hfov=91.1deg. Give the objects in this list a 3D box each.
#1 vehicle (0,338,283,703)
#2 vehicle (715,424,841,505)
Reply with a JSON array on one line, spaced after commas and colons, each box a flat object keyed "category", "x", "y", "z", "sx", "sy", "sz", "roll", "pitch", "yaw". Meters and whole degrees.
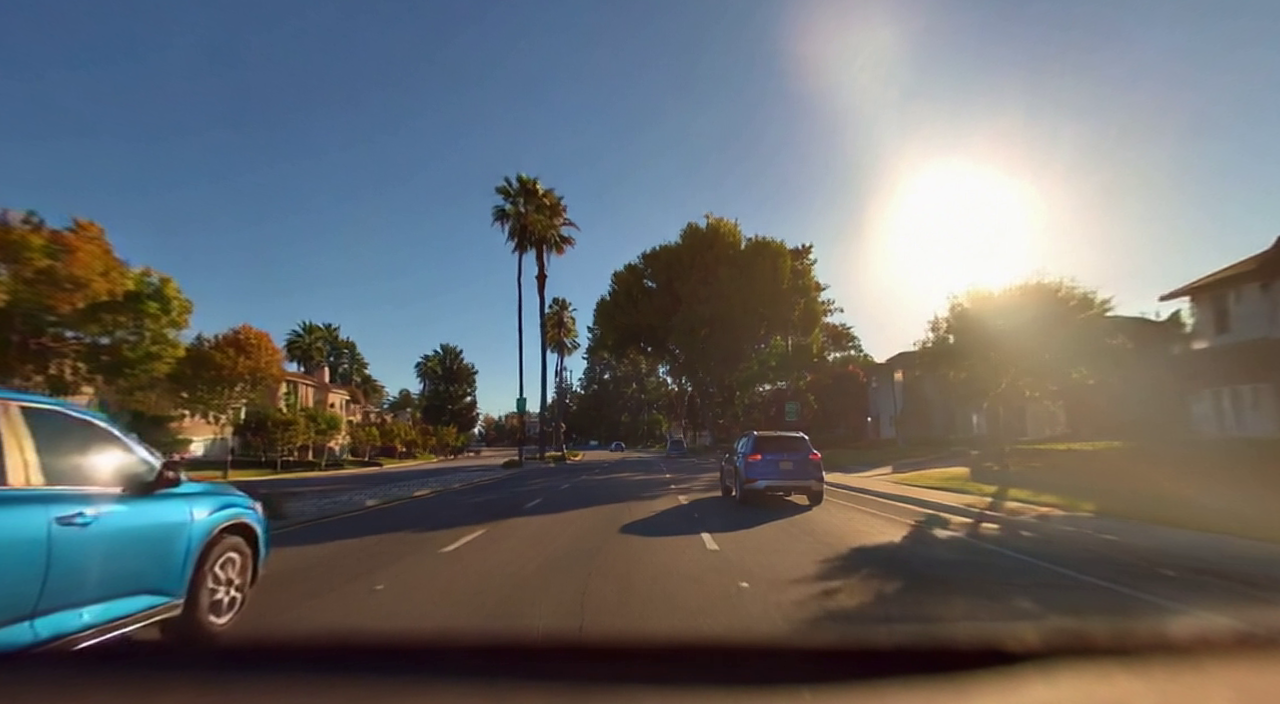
[{"category": "vehicle", "x": -3.935, "y": 0.779, "z": 2.468, "sx": 2.150, "sy": 1.768, "sz": 4.868, "roll": 0, "pitch": -9, "yaw": 0}, {"category": "vehicle", "x": 3.390, "y": 2.885, "z": 16.516, "sx": 2.195, "sy": 1.804, "sz": 4.658, "roll": 0, "pitch": -9, "yaw": 0}]
